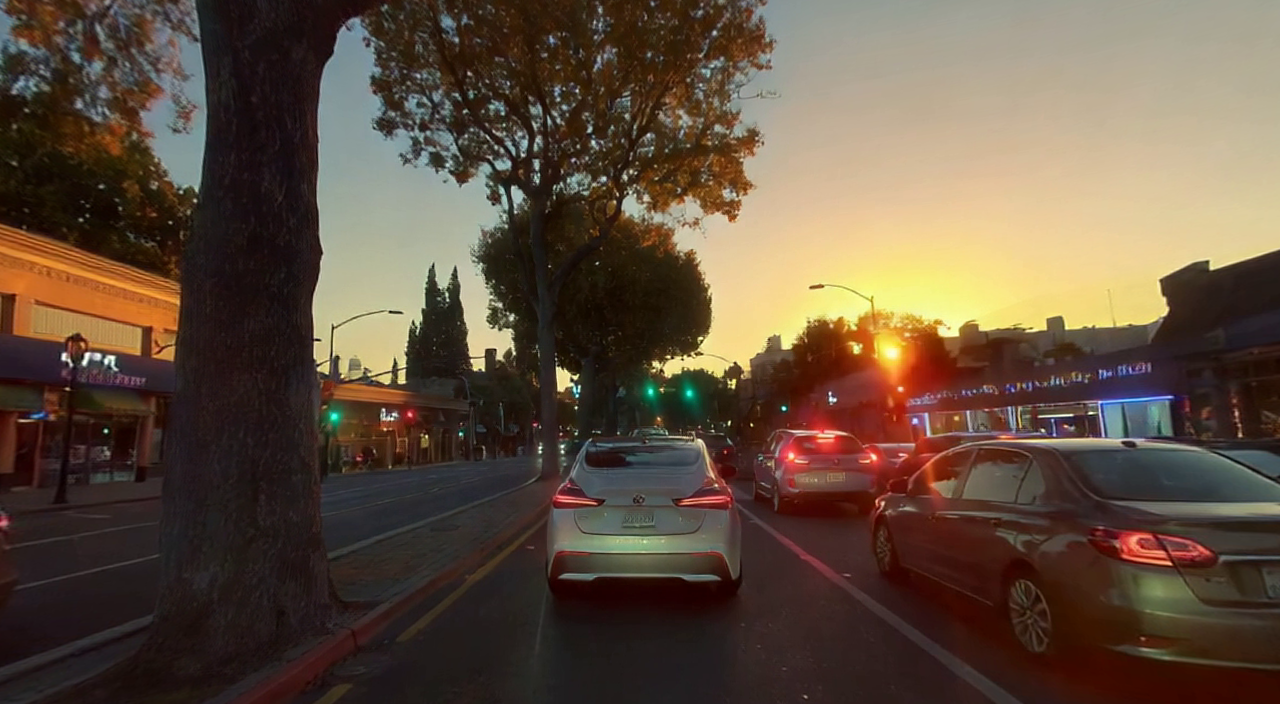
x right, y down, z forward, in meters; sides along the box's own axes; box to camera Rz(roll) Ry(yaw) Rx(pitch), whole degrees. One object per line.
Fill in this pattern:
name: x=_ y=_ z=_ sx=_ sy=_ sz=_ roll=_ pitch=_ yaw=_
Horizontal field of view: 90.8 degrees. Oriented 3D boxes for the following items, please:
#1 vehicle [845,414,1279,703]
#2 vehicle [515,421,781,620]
vehicle: x=3.401 y=1.371 z=5.313 sx=1.988 sy=1.480 sz=4.195 roll=0 pitch=-9 yaw=1
vehicle: x=0.053 y=1.550 z=6.636 sx=2.006 sy=1.487 sz=3.535 roll=0 pitch=-9 yaw=0
